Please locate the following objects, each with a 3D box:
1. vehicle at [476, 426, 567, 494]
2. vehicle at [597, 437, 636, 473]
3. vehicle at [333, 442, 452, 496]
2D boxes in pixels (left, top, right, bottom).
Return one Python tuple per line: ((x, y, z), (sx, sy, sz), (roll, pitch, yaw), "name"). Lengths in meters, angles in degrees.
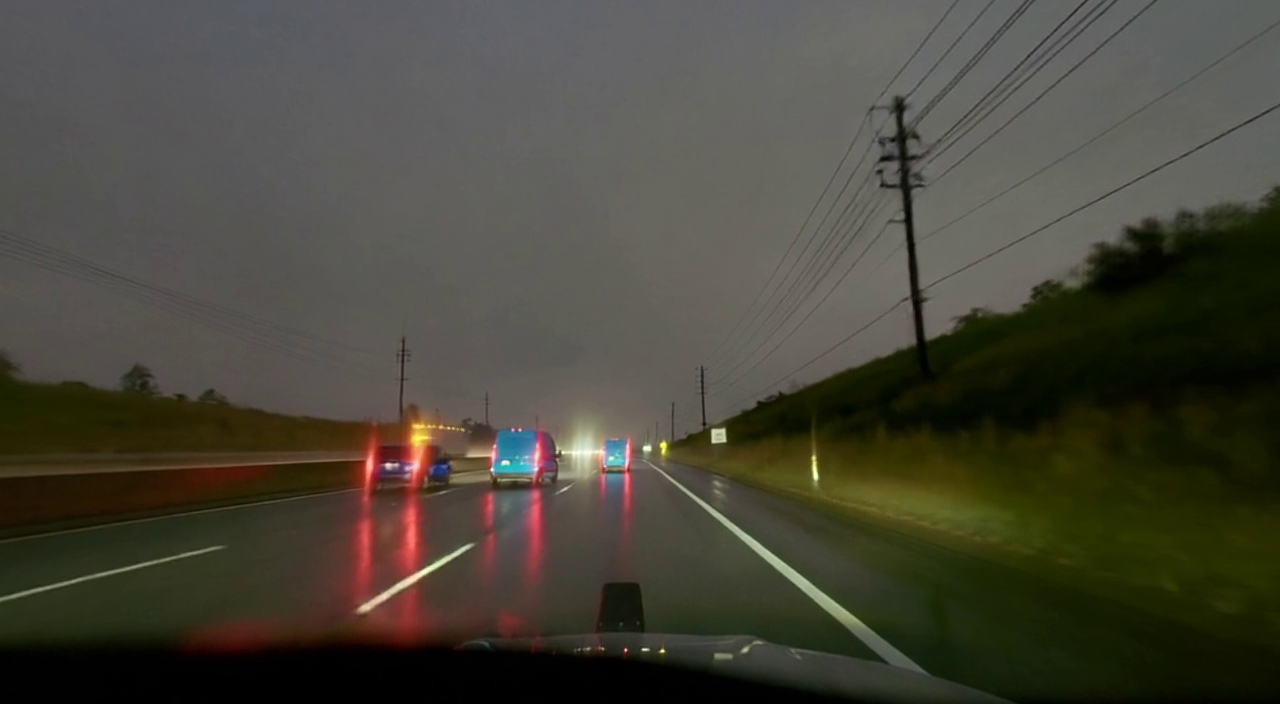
((-3.824, 3.600, 21.339), (2.145, 2.010, 4.980), (0, -9, 0), "vehicle")
((-1.385, 6.159, 37.956), (2.197, 2.011, 5.130), (0, -9, -1), "vehicle")
((-7.904, 3.773, 20.728), (1.975, 1.540, 4.759), (0, -9, 0), "vehicle")
